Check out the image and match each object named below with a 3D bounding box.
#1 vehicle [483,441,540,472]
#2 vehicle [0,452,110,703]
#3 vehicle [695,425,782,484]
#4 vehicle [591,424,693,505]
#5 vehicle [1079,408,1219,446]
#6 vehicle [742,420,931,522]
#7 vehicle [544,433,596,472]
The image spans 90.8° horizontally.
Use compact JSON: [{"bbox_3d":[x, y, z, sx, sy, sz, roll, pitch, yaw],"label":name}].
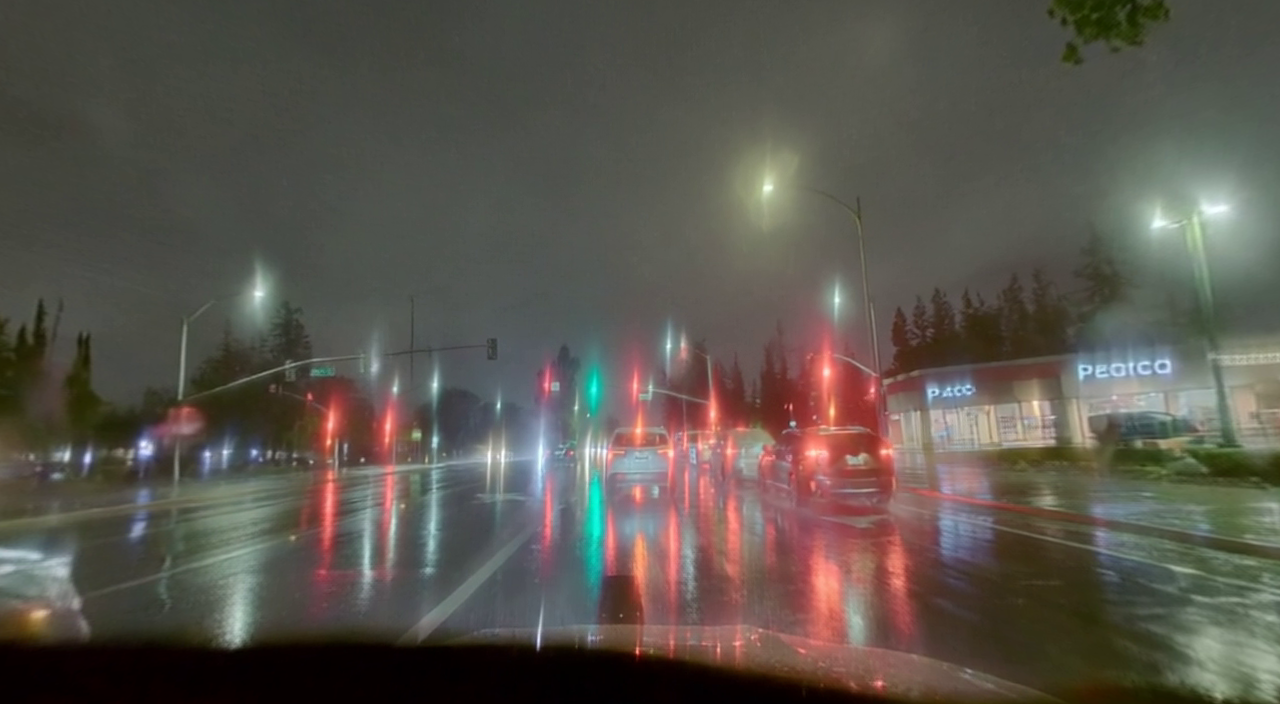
[{"bbox_3d":[-6.502,5.357,32.490,1.954,1.473,4.350,0,-9,1],"label":"vehicle"},{"bbox_3d":[-3.517,0.834,0.893,1.980,1.321,4.113,0,-9,0],"label":"vehicle"},{"bbox_3d":[3.240,3.527,21.879,2.144,1.802,4.609,0,-9,-1],"label":"vehicle"},{"bbox_3d":[-0.040,2.685,15.394,2.146,1.685,4.003,0,-9,-3],"label":"vehicle"},{"bbox_3d":[24.008,3.597,29.954,4.854,1.712,2.017,0,-9,-1],"label":"vehicle"},{"bbox_3d":[3.604,2.298,12.721,2.198,1.660,4.512,0,-9,-2],"label":"vehicle"},{"bbox_3d":[-3.435,5.037,31.816,2.106,1.778,4.444,0,-9,0],"label":"vehicle"}]
